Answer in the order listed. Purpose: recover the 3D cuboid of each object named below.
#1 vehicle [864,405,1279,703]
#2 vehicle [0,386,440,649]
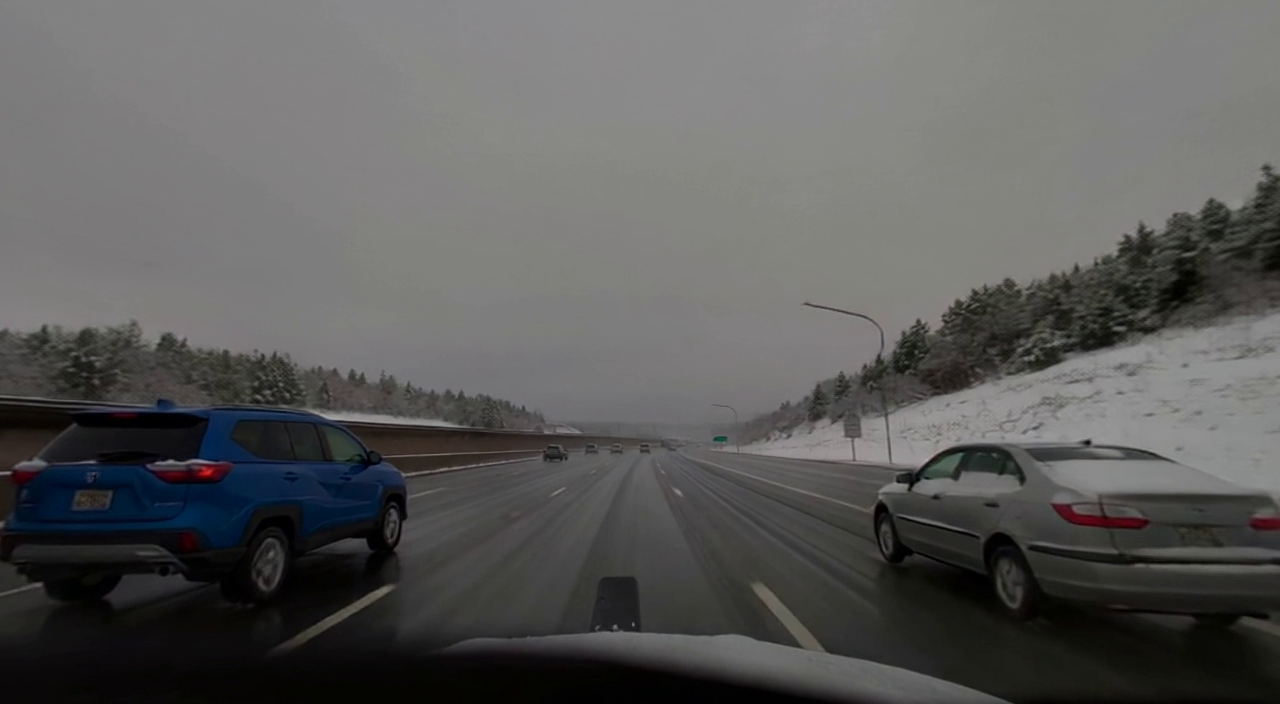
[{"bbox_3d":[3.634,1.336,5.297,1.847,1.493,4.303,0,-9,-1],"label":"vehicle"},{"bbox_3d":[-3.879,1.436,6.565,2.047,1.715,4.689,0,-9,0],"label":"vehicle"}]
